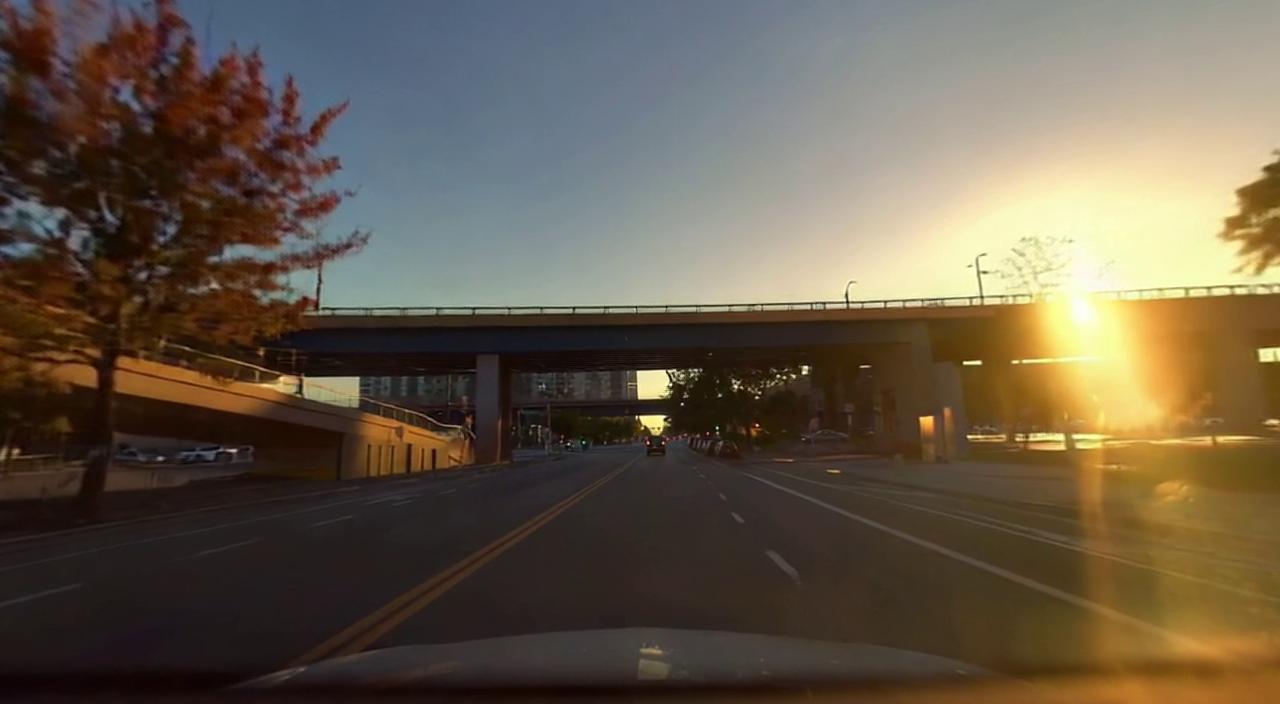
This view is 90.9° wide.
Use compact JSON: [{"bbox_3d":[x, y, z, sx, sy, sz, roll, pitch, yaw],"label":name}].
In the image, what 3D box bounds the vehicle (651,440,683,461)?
[{"bbox_3d":[2.023,7.353,46.923,2.280,1.475,4.051,-1,-9,4],"label":"vehicle"}]
